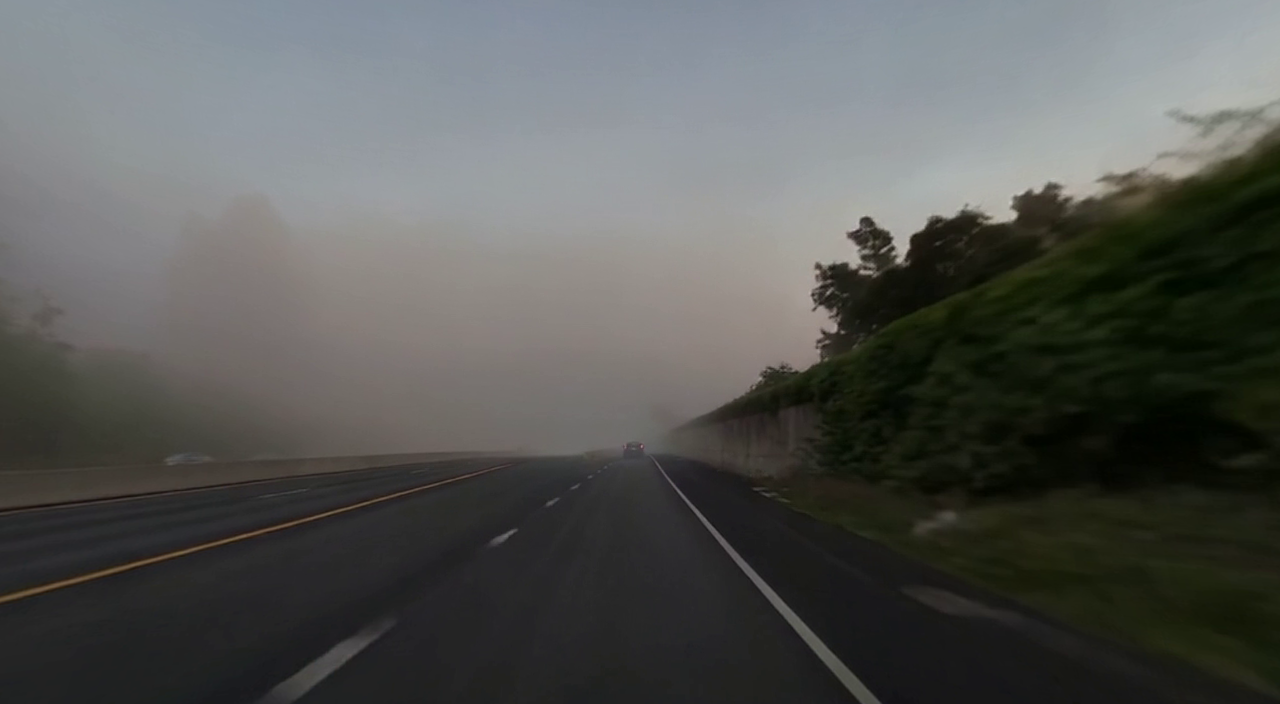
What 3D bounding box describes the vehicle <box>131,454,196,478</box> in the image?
[{"bbox_3d":[-34.305,8.194,45.426,1.815,1.475,4.486,1,-8,-10],"label":"vehicle"}]
